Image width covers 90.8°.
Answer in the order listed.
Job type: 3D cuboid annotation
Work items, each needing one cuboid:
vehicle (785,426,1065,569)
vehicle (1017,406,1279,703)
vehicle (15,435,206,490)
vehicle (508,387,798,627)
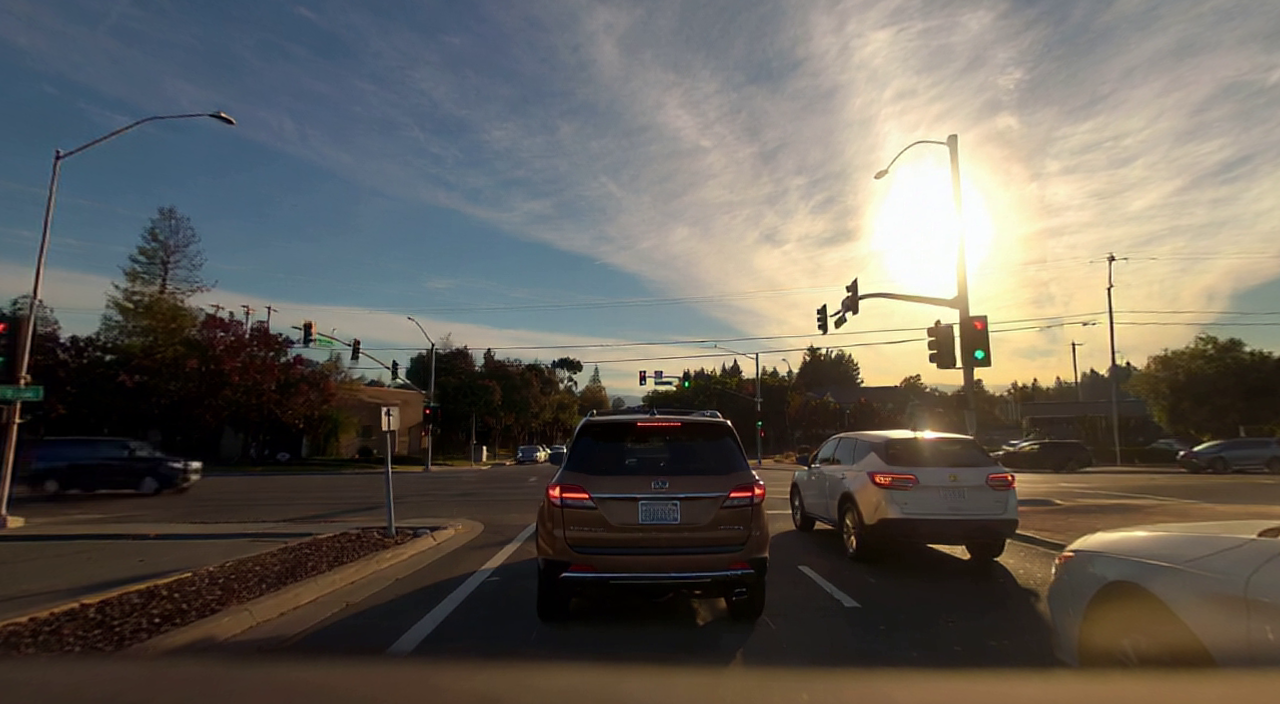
[{"bbox_3d":[3.520,1.858,8.861,1.861,1.495,4.215,0,-8,-1],"label":"vehicle"},{"bbox_3d":[3.166,0.815,1.429,1.924,1.466,4.461,0,-8,1],"label":"vehicle"},{"bbox_3d":[-18.249,3.795,21.972,4.687,1.791,2.044,0,-8,0],"label":"vehicle"},{"bbox_3d":[0.098,1.494,7.062,2.170,1.793,4.468,0,-8,0],"label":"vehicle"}]
